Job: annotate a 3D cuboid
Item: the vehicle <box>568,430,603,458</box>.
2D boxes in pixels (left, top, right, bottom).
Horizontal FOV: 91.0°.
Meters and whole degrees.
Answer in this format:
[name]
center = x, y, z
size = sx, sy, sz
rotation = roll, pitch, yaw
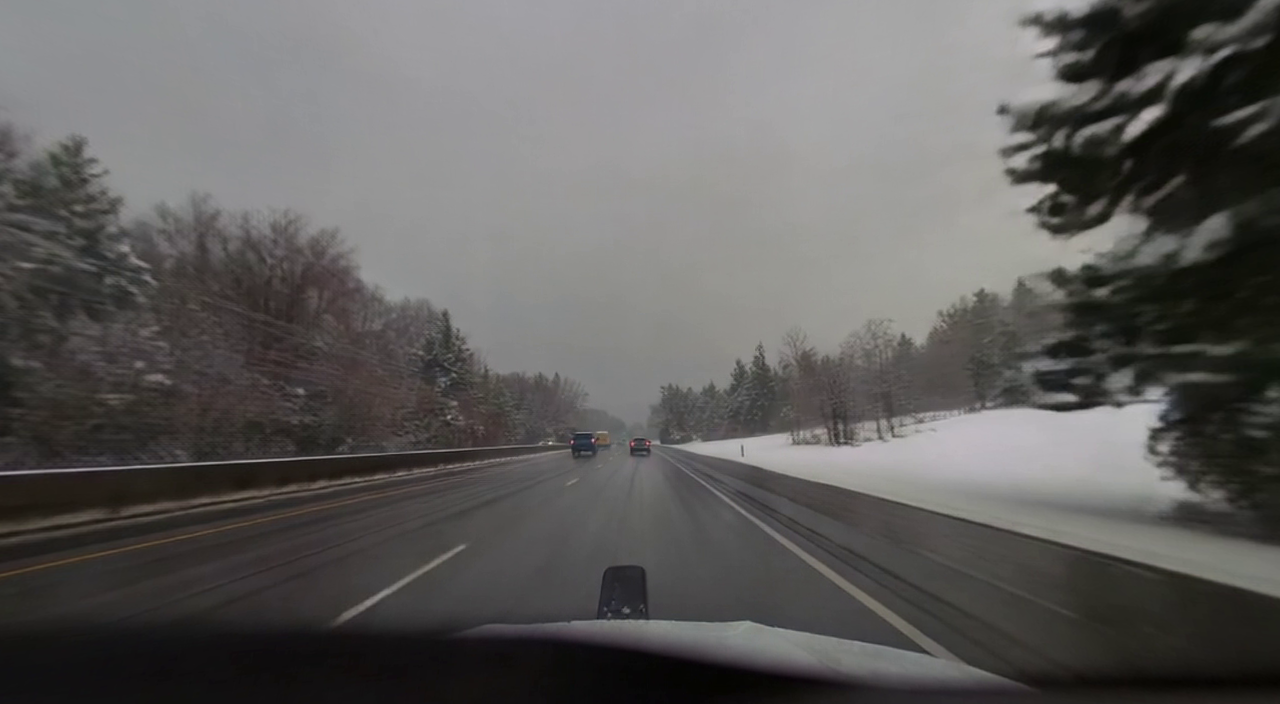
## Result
[vehicle]
center = -4.072, 7.015, 48.050
size = 2.241, 2.034, 4.890
rotation = 0, -8, 0
